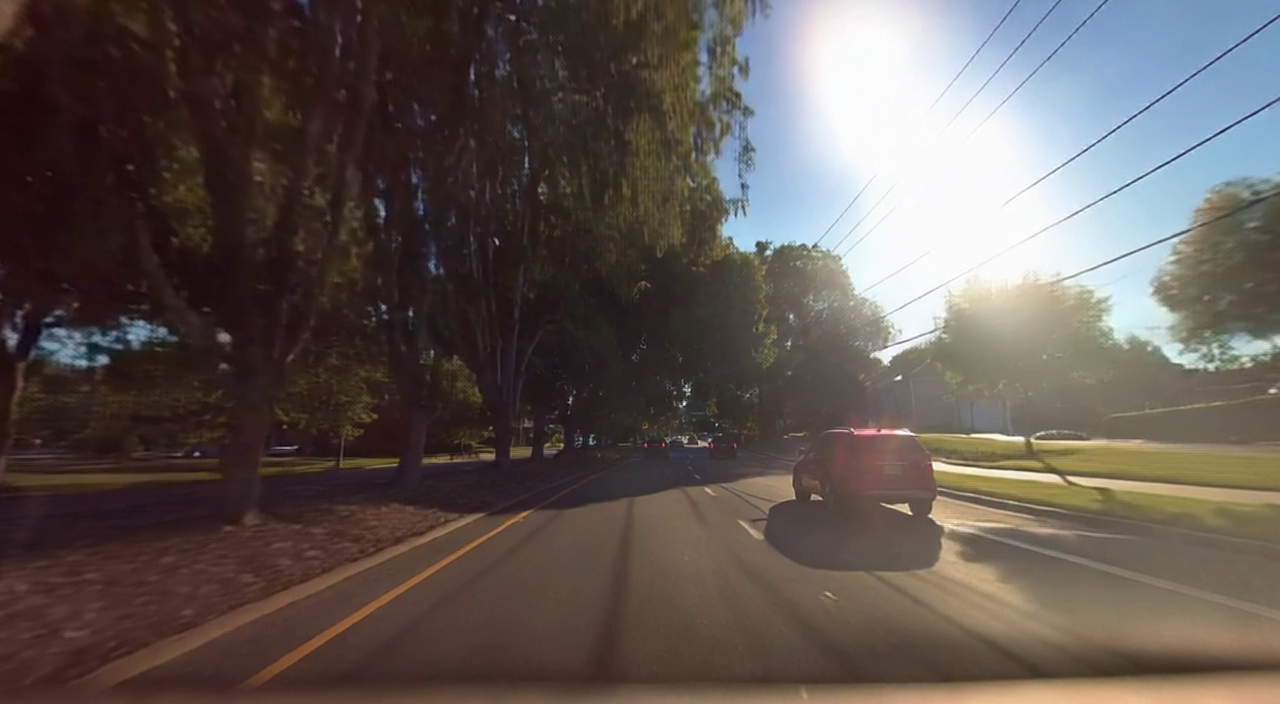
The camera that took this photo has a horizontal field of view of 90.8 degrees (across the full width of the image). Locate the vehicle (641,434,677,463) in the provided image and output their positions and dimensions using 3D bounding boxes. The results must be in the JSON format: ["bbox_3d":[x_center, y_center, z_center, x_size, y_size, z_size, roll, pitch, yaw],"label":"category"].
[{"bbox_3d":[1.285,6.212,40.664,2.163,1.746,4.073,-1,-9,3],"label":"vehicle"}]

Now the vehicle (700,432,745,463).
[{"bbox_3d":[5.269,6.157,40.854,2.254,1.840,4.918,-1,-9,1],"label":"vehicle"}]

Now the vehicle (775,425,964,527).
[{"bbox_3d":[3.940,2.202,11.753,1.881,1.512,4.294,-1,-9,0],"label":"vehicle"}]
